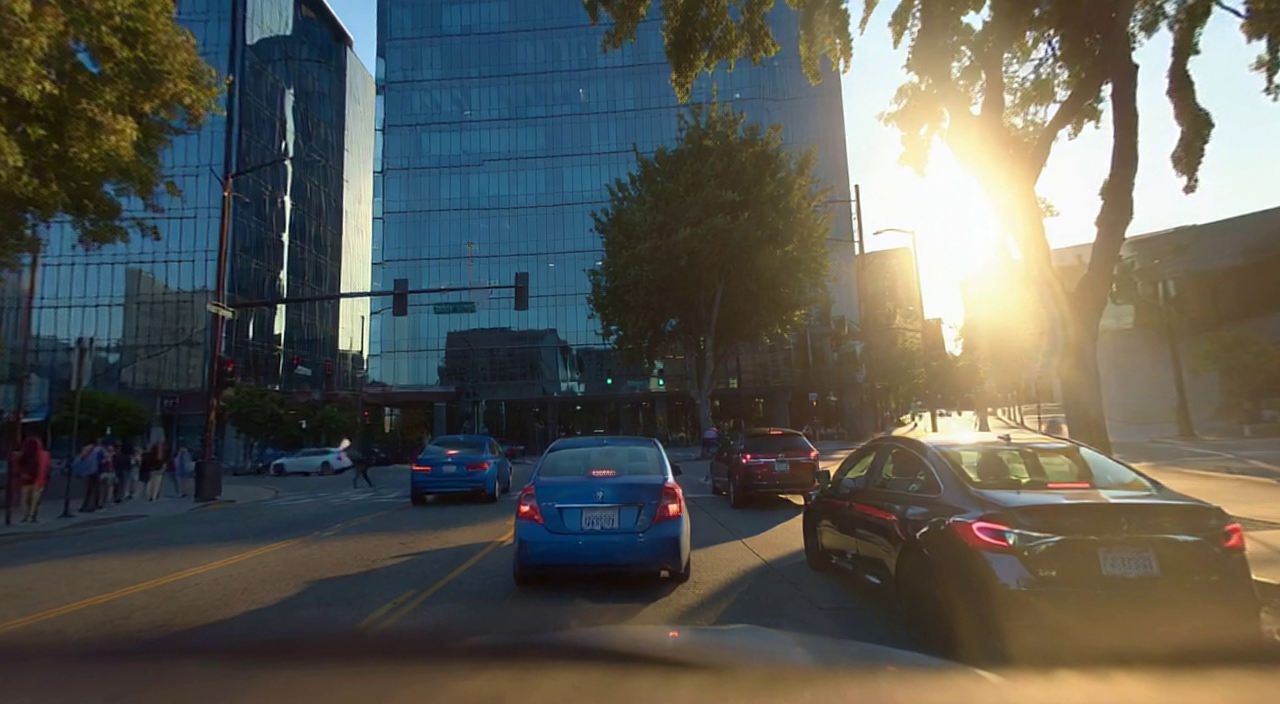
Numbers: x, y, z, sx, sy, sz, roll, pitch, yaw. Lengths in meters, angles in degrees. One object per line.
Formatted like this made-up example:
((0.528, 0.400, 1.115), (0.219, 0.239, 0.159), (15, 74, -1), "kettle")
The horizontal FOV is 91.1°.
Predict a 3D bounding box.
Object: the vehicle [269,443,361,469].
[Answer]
((-19.339, 6.155, 37.345), (4.648, 1.496, 1.971), (-2, -9, 15), "vehicle")

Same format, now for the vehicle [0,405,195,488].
((-26.247, 4.347, 29.063), (8.989, 3.623, 2.884), (0, -8, 1), "vehicle")

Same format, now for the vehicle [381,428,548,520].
((-3.238, 2.338, 12.617), (2.068, 1.513, 4.221), (0, -8, 1), "vehicle")

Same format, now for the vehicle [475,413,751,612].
((-0.260, 1.507, 6.828), (2.072, 1.476, 4.078), (0, -8, -2), "vehicle")

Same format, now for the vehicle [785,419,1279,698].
((2.756, 1.405, 5.487), (1.952, 1.464, 4.165), (0, -8, -1), "vehicle")
